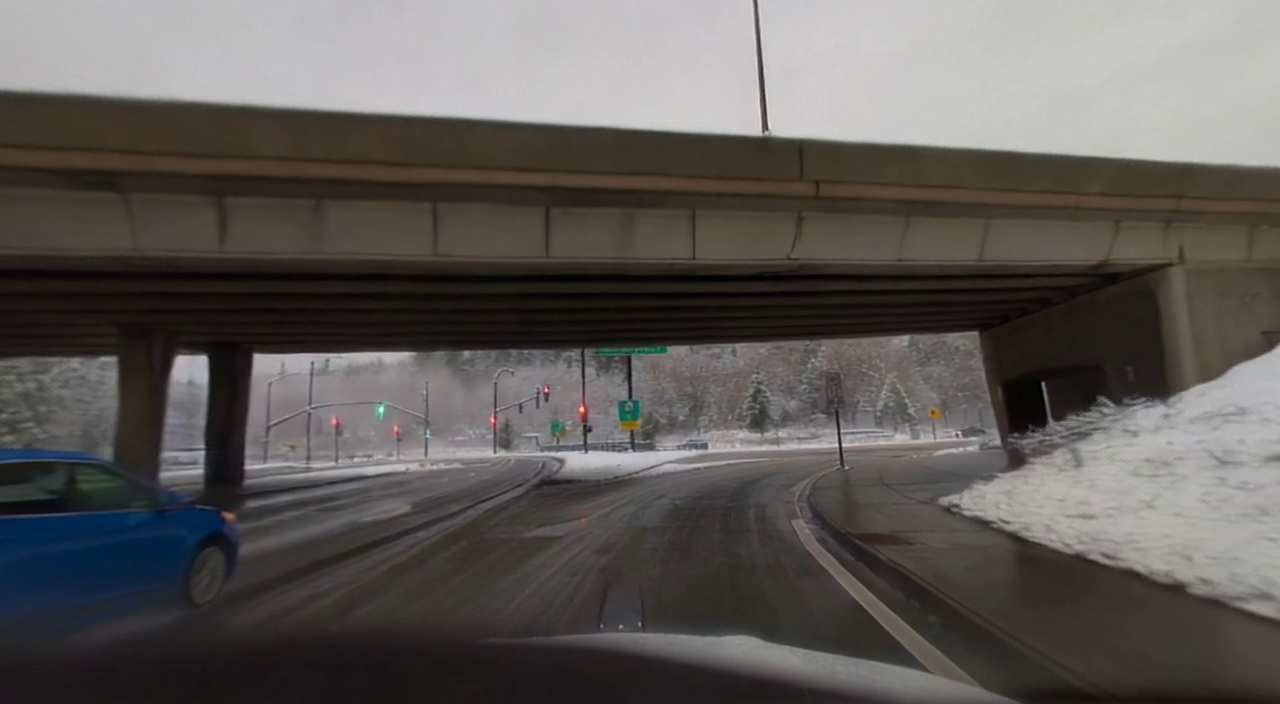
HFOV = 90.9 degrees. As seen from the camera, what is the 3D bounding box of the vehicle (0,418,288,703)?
[{"bbox_3d":[-4.337,1.179,3.853,1.963,1.460,4.614,0,-9,-4],"label":"vehicle"}]
